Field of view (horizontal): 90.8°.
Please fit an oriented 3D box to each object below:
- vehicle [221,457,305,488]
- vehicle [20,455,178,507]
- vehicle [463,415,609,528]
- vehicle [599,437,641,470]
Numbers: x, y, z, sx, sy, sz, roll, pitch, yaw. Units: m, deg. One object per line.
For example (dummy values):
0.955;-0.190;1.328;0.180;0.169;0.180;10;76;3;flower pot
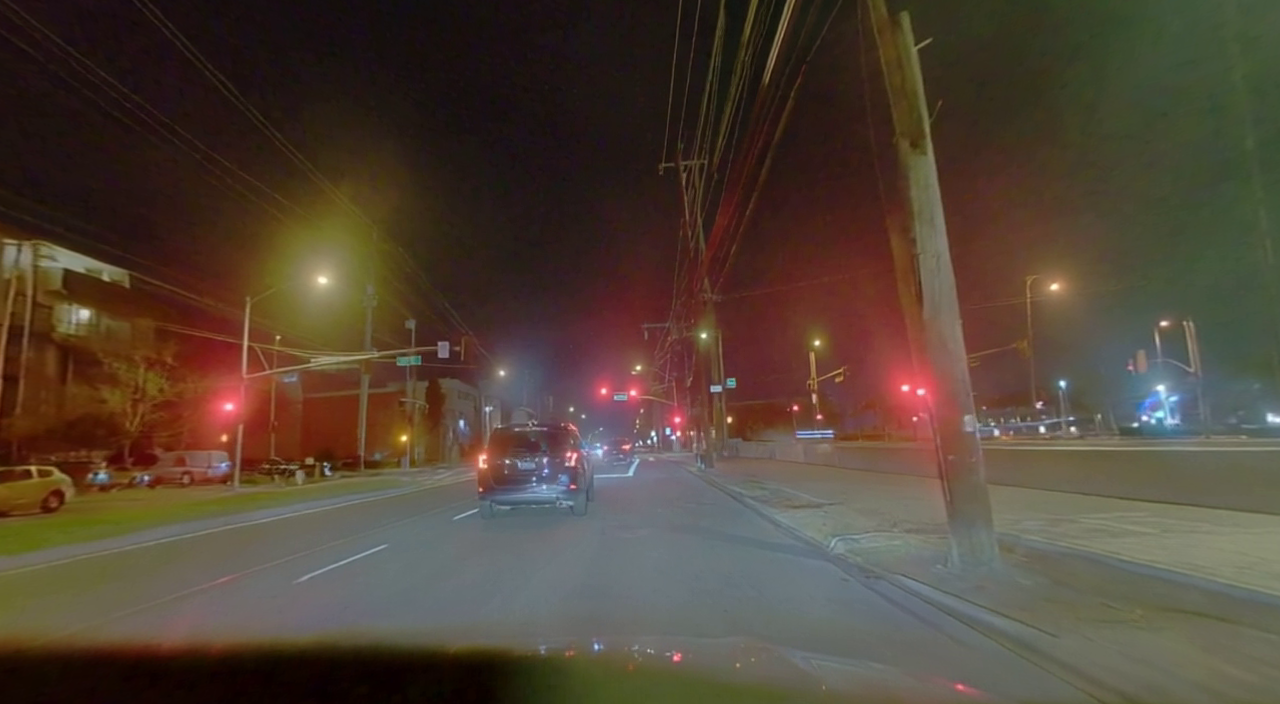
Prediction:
-20.261;6.470;34.191;1.826;1.430;4.426;0;-9;-1;vehicle
-20.215;4.805;23.940;1.989;1.689;4.388;0;-9;2;vehicle
-1.729;2.190;12.019;2.022;1.757;4.041;0;-9;1;vehicle
-1.059;5.584;34.894;2.144;1.681;3.855;0;-9;-1;vehicle
